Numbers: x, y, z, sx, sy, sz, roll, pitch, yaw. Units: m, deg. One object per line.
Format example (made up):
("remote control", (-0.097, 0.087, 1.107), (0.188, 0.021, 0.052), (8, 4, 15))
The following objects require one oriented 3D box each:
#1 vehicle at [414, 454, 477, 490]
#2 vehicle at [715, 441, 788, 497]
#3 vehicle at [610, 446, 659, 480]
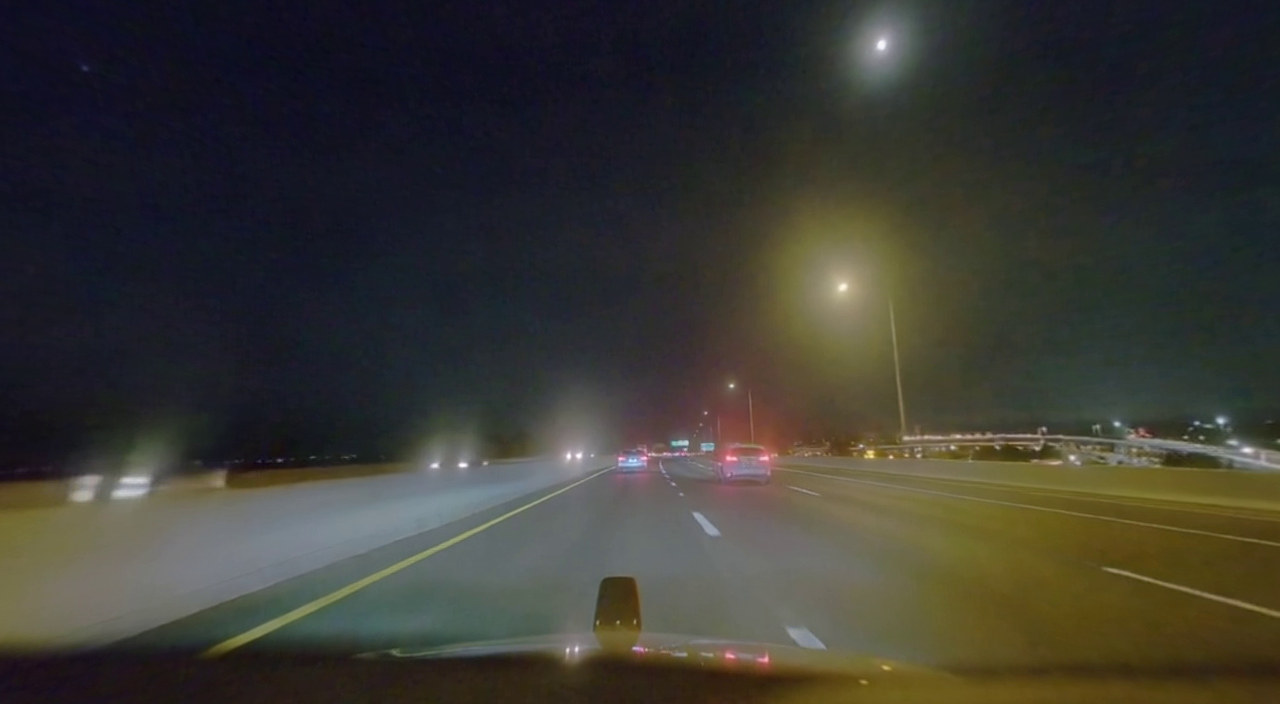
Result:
("vehicle", (-9.478, 5.838, 30.882), (1.950, 1.568, 4.292), (0, -9, -4))
("vehicle", (3.492, 3.727, 20.349), (1.969, 1.595, 3.964), (-1, -9, 5))
("vehicle", (-0.220, 5.603, 31.870), (2.084, 1.594, 4.219), (-1, -9, 5))
